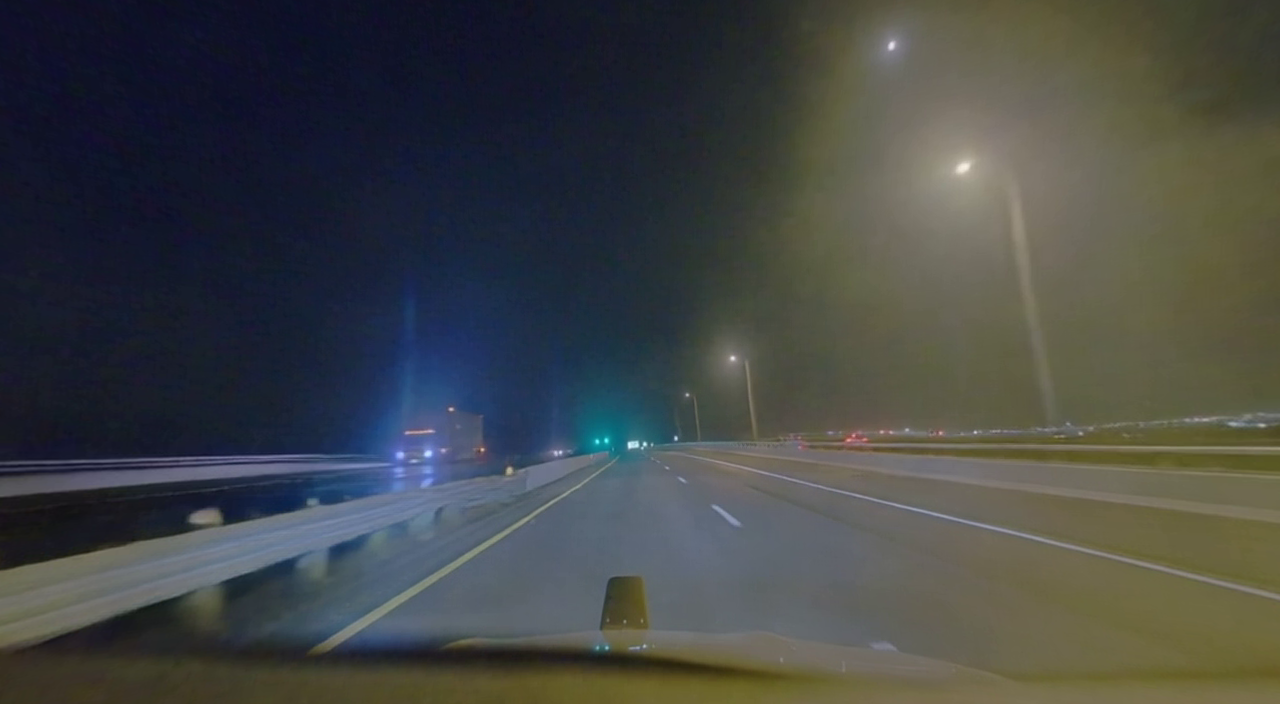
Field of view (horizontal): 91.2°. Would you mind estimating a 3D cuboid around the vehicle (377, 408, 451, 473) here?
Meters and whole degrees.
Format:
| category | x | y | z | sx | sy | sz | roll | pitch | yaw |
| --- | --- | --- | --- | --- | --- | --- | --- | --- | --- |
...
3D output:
| category | x | y | z | sx | sy | sz | roll | pitch | yaw |
| --- | --- | --- | --- | --- | --- | --- | --- | --- | --- |
| vehicle | -16.236 | 6.423 | 45.461 | 3.730 | 4.427 | 4.152 | 0 | -9 | -1 |
